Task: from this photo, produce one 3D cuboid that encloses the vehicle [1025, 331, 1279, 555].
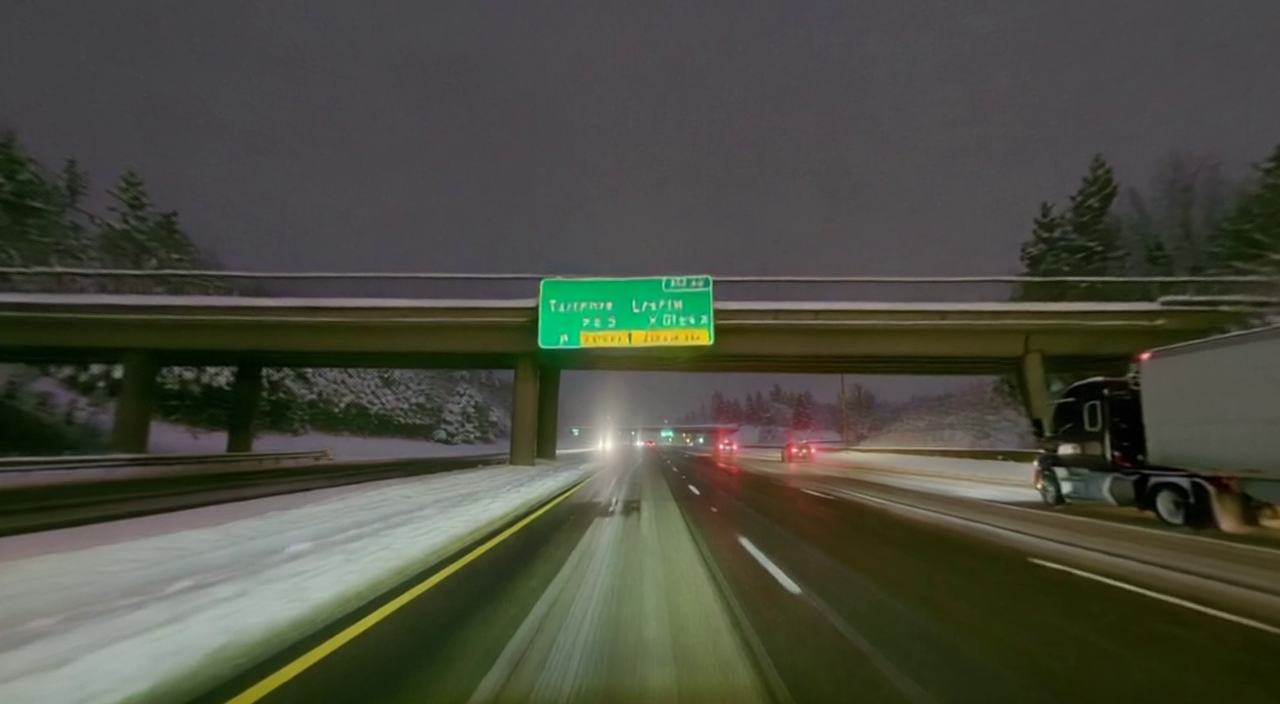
[{"bbox_3d":[10.767,1.379,9.554,2.960,3.207,10.950,0,-8,0],"label":"vehicle"}]
